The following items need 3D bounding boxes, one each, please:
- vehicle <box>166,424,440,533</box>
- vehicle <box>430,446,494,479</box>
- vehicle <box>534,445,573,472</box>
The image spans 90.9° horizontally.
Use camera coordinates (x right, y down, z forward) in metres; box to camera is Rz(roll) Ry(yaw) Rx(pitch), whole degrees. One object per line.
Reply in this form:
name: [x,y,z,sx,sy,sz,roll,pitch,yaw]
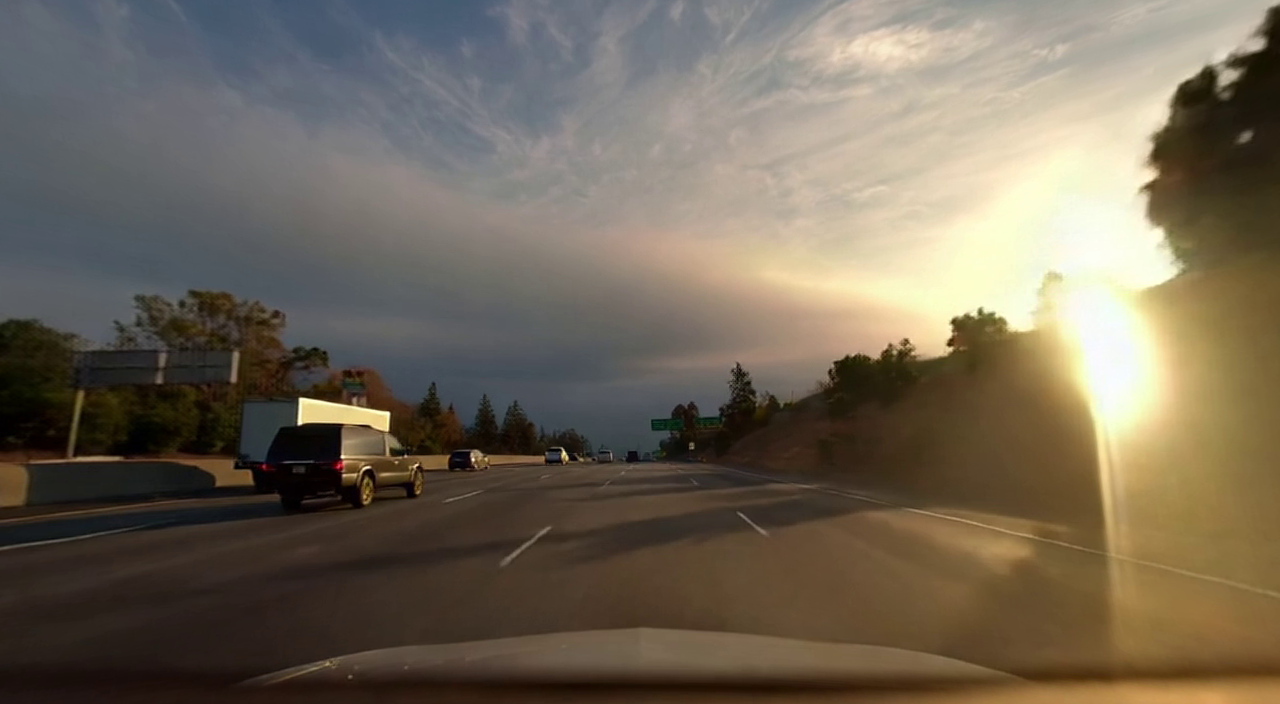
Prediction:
vehicle: [-6.583,2.558,13.621,2.403,1.773,6.276,0,-8,1]
vehicle: [-9.613,5.964,34.410,2.060,1.662,4.469,-1,-8,2]
vehicle: [-5.993,7.421,44.222,2.009,1.735,4.358,0,-8,1]
